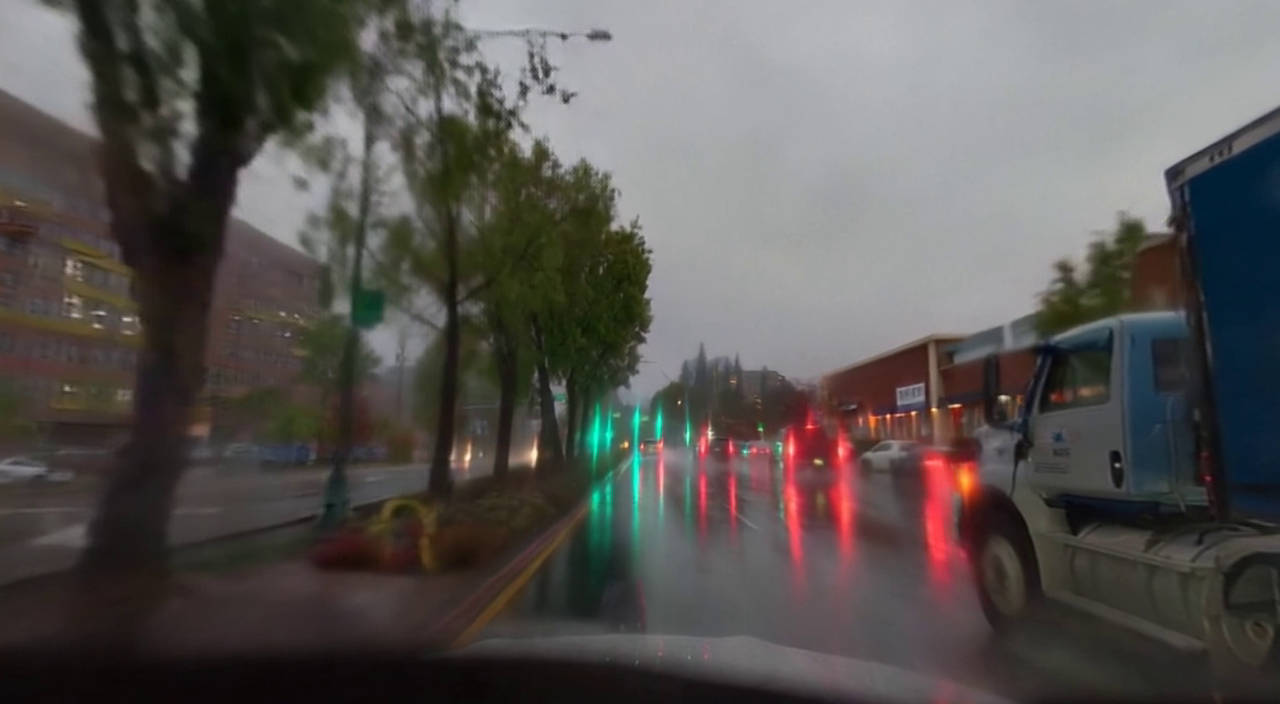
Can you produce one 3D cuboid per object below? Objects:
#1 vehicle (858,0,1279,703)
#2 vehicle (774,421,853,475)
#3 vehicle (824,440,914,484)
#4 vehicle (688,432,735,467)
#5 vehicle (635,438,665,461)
[{"bbox_3d":[3.697,-0.266,2.252,3.006,3.679,8.506,0,-8,2],"label":"vehicle"},{"bbox_3d":[8.175,4.594,30.286,2.539,2.328,4.769,0,-8,2],"label":"vehicle"},{"bbox_3d":[8.139,3.938,22.833,1.733,1.441,4.073,0,-8,0],"label":"vehicle"},{"bbox_3d":[4.130,5.690,37.003,2.196,1.908,4.412,0,-8,0],"label":"vehicle"},{"bbox_3d":[0.838,7.598,49.294,2.276,1.704,3.925,0,-8,2],"label":"vehicle"}]
